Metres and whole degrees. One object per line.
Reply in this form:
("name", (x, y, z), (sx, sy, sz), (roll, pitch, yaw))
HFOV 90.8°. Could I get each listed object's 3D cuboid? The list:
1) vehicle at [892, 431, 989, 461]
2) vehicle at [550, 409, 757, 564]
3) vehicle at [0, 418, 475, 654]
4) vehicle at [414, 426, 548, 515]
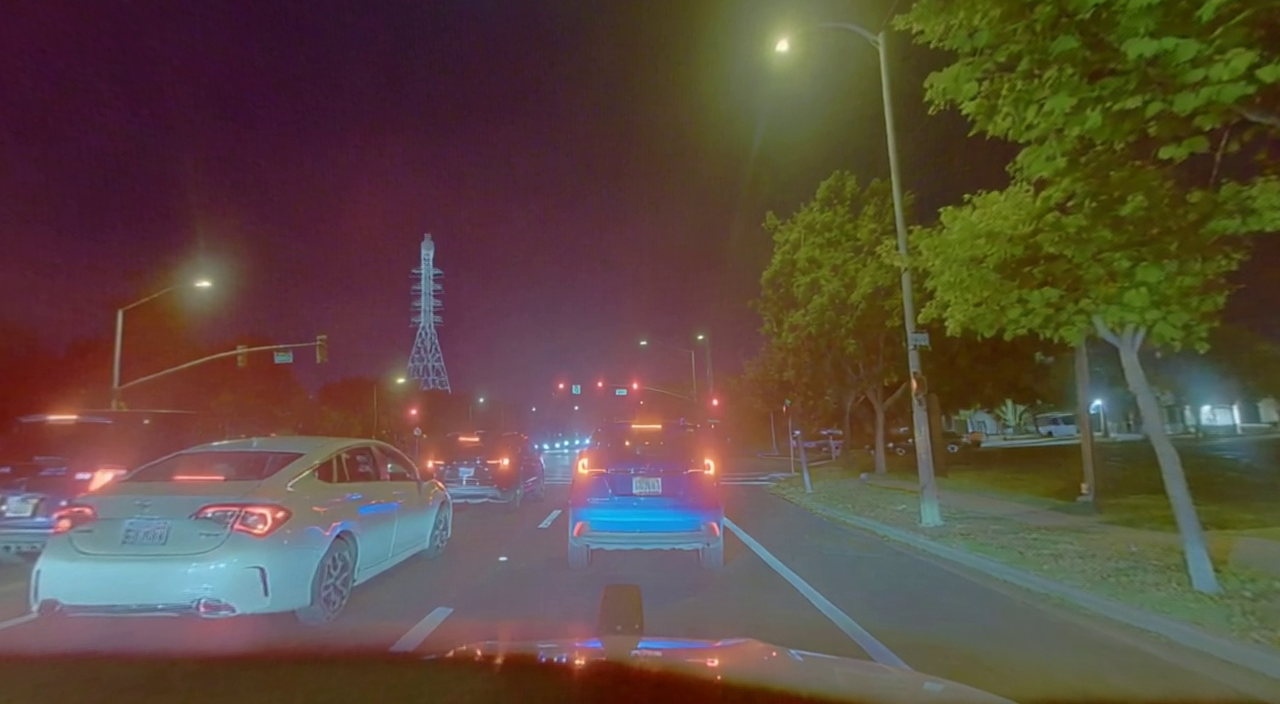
("vehicle", (15.084, 4.746, 31.833), (3.858, 1.437, 1.899), (0, -8, -5))
("vehicle", (0.093, 1.767, 9.044), (2.239, 1.661, 4.224), (0, -8, -2))
("vehicle", (-3.183, 1.494, 6.301), (1.973, 1.469, 4.448), (0, -8, -1))
("vehicle", (-3.258, 2.500, 13.768), (1.997, 1.636, 3.760), (0, -8, -1))
